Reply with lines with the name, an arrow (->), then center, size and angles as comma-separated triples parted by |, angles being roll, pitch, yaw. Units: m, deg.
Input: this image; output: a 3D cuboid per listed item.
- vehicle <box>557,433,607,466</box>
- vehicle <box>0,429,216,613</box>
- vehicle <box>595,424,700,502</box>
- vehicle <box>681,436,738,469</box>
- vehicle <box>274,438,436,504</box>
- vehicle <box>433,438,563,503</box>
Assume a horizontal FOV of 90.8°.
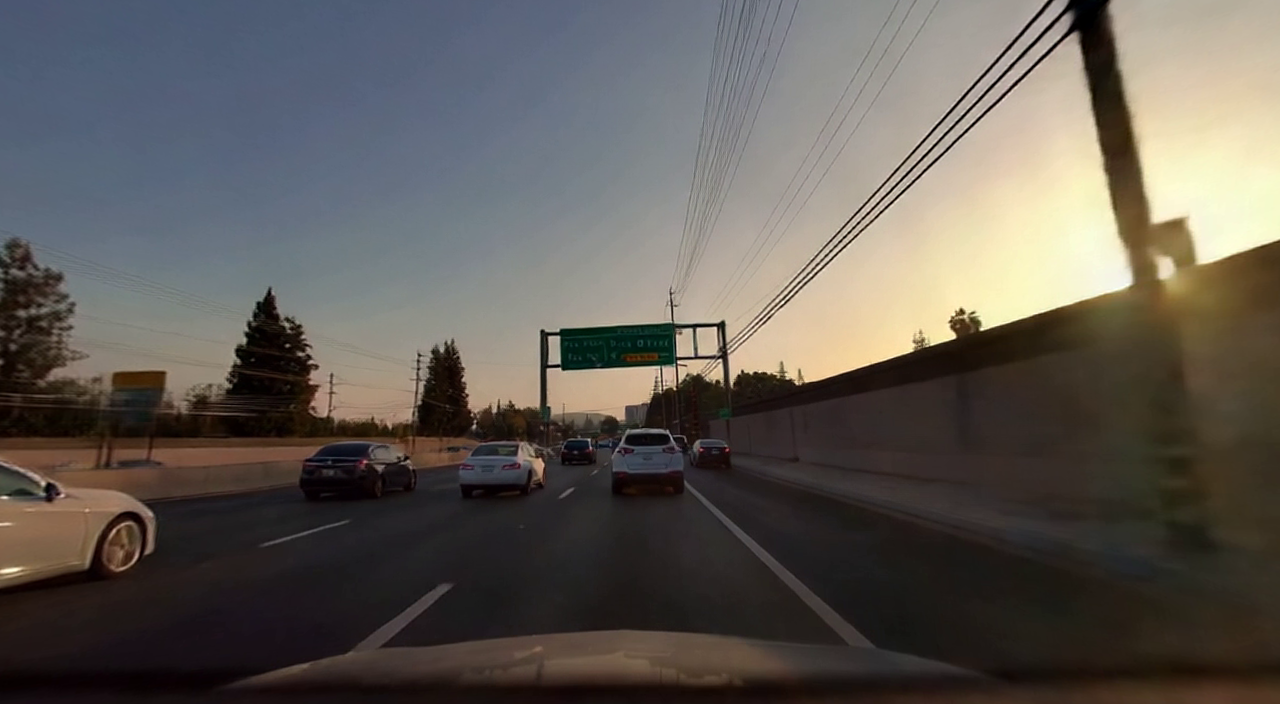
vehicle -> -3.260, 5.578, 36.275 | 2.353, 1.773, 4.286 | 0, -8, 1
vehicle -> -6.066, 1.394, 5.355 | 1.958, 1.447, 4.454 | 0, -8, -2
vehicle -> 0.176, 2.741, 15.939 | 2.284, 1.699, 4.168 | 0, -8, 0
vehicle -> 3.312, 4.897, 30.861 | 2.197, 1.464, 4.356 | 0, -8, -1
vehicle -> -7.112, 2.996, 16.442 | 1.959, 1.435, 4.719 | 0, -8, 1
vehicle -> -3.438, 2.983, 16.394 | 2.203, 1.425, 4.610 | 0, -8, 1
